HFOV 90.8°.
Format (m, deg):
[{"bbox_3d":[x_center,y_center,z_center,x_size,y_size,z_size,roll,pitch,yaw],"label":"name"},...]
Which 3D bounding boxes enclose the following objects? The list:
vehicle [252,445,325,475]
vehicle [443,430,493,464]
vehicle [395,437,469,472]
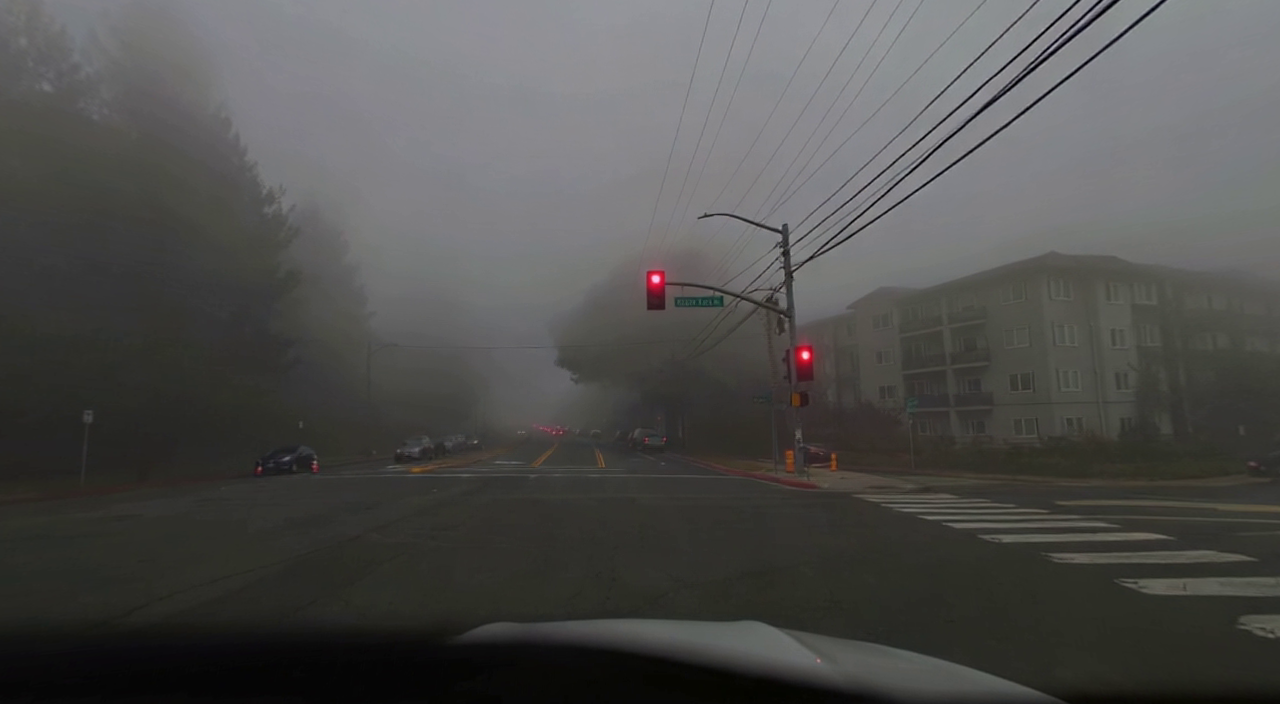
[{"bbox_3d":[-21.079,6.468,38.095,1.981,1.628,4.336,0,-9,-1],"label":"vehicle"},{"bbox_3d":[-9.783,5.453,36.177,1.910,1.818,4.057,0,-9,-3],"label":"vehicle"},{"bbox_3d":[-9.673,4.800,29.788,2.116,1.521,4.294,0,-9,-1],"label":"vehicle"}]
